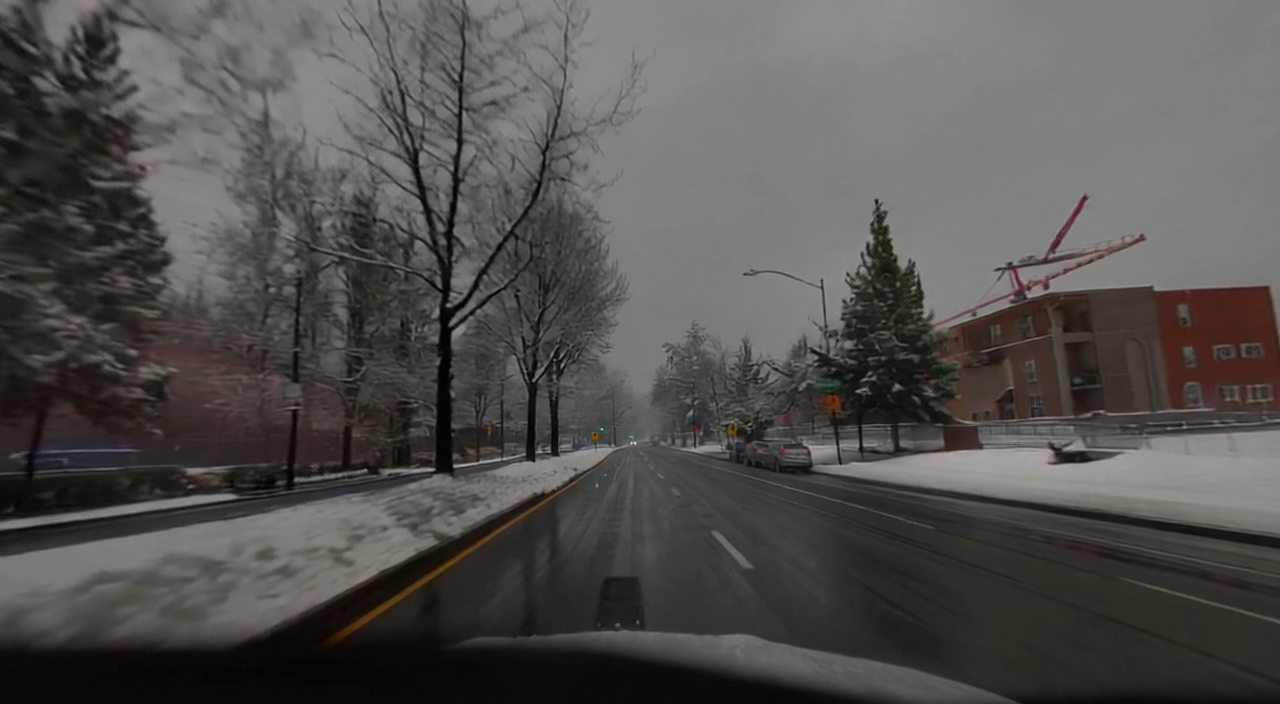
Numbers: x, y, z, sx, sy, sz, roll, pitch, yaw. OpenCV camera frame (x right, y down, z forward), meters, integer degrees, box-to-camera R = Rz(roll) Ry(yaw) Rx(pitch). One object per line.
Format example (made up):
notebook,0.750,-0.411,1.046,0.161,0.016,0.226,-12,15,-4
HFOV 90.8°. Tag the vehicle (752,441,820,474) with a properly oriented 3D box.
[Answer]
vehicle,7.039,5.128,30.982,1.986,1.498,5.099,0,-8,-2
